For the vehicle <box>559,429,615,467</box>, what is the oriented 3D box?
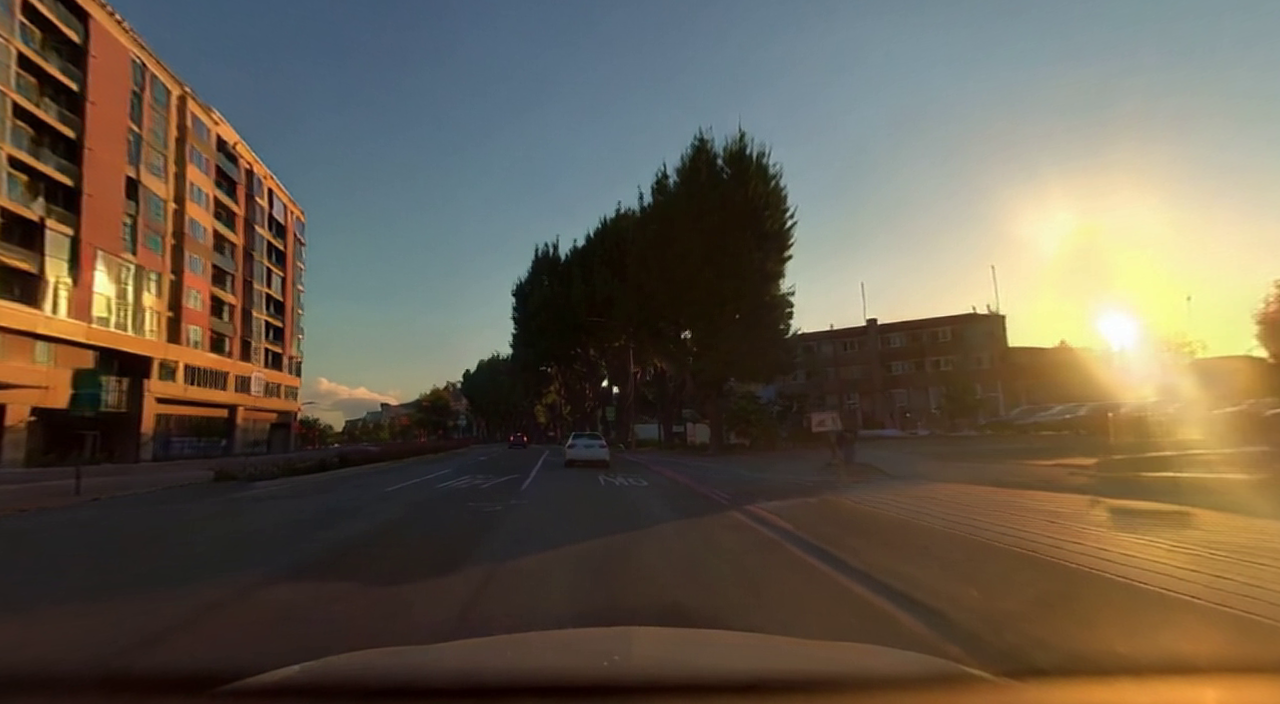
[{"bbox_3d":[-2.463,4.263,28.206,2.231,1.572,4.227,1,-8,-8],"label":"vehicle"}]
